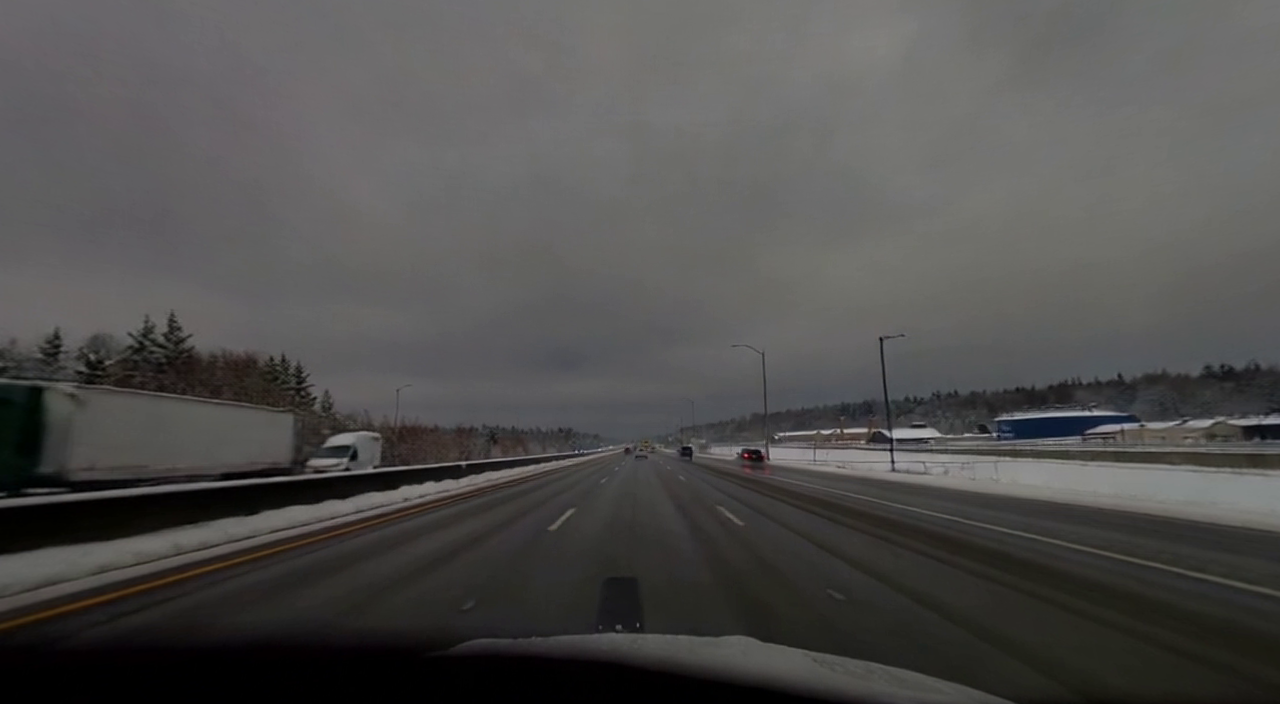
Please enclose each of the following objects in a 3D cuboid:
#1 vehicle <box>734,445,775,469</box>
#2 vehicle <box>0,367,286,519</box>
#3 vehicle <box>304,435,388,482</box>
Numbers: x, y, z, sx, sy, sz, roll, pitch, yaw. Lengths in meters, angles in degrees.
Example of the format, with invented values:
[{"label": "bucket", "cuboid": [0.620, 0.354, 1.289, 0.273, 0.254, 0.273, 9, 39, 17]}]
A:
[{"label": "vehicle", "cuboid": [7.448, 6.866, 41.384, 1.923, 1.516, 3.815, 0, -9, -1]}, {"label": "vehicle", "cuboid": [-18.909, 3.494, 23.686, 2.952, 4.057, 14.423, 0, -9, 0]}, {"label": "vehicle", "cuboid": [-17.111, 6.222, 37.106, 2.352, 2.506, 5.861, 0, -9, -3]}]
